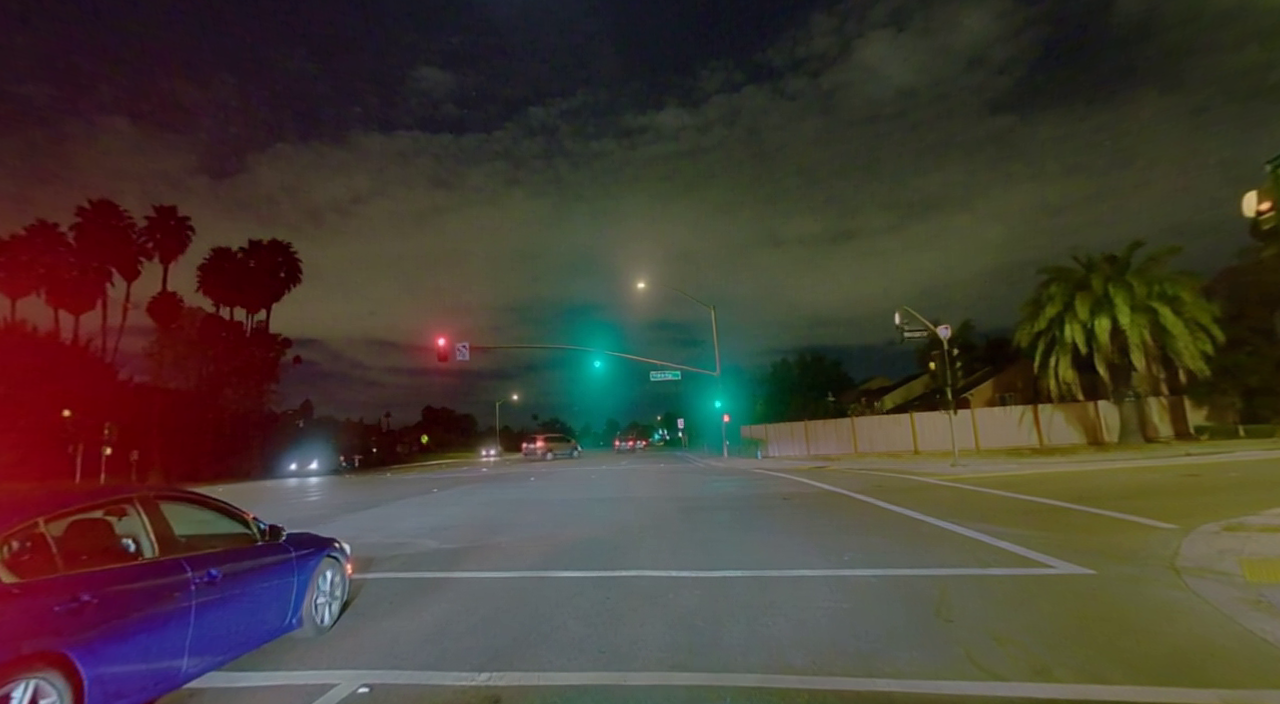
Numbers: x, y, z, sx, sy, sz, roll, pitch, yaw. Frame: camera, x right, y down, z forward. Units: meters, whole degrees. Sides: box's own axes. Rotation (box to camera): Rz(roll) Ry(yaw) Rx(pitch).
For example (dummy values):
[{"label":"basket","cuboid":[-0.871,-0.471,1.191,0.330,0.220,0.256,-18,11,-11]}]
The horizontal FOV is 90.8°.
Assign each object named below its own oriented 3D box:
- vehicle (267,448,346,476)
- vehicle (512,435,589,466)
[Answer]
[{"label":"vehicle","cuboid":[-19.998,6.607,38.152,2.084,1.528,4.778,-1,-9,2]},{"label":"vehicle","cuboid":[-4.845,5.437,34.920,2.083,1.541,4.777,-4,-9,22]}]
